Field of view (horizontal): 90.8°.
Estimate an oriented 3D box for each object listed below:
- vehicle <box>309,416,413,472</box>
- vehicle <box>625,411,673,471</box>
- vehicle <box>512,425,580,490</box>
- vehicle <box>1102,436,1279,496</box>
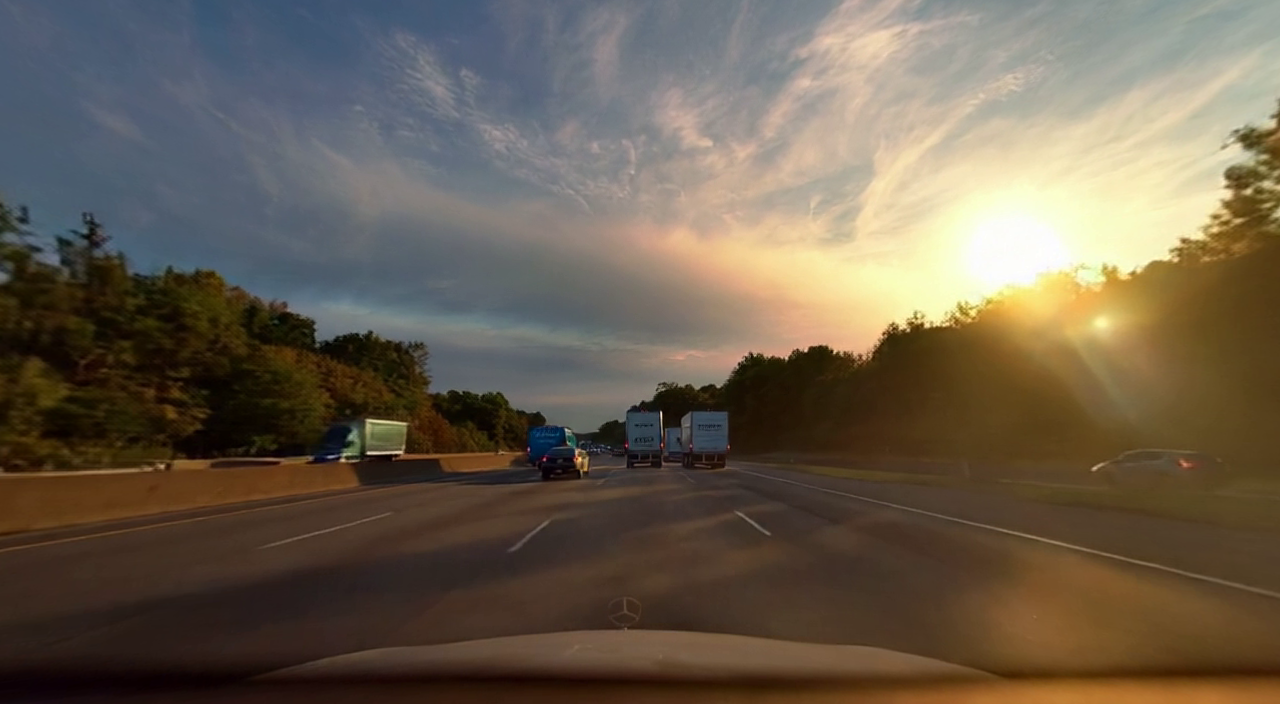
[{"bbox_3d":[-20.281,6.850,46.774,3.281,3.717,9.377,0,-9,1],"label":"vehicle"},{"bbox_3d":[0.541,6.861,48.114,3.201,4.019,10.918,0,-9,-1],"label":"vehicle"},{"bbox_3d":[-3.426,3.921,23.692,2.033,2.234,3.490,0,-9,0],"label":"vehicle"},{"bbox_3d":[17.966,3.595,20.202,2.108,1.659,4.515,4,-10,-27],"label":"vehicle"}]
